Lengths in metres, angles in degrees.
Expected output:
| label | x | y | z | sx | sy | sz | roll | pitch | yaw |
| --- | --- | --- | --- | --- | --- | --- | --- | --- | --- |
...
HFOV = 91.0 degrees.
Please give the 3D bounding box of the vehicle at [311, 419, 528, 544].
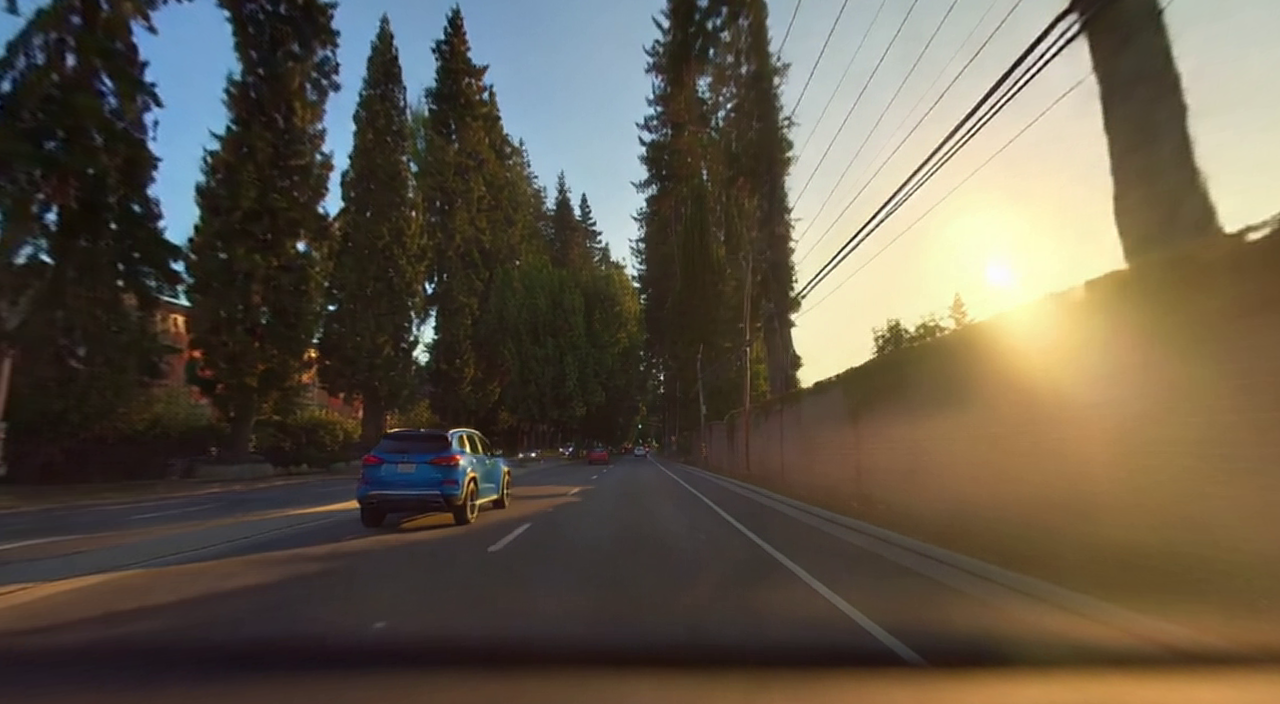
| label | x | y | z | sx | sy | sz | roll | pitch | yaw |
| --- | --- | --- | --- | --- | --- | --- | --- | --- | --- |
| vehicle | -3.513 | 2.156 | 11.181 | 2.147 | 1.730 | 4.555 | 0 | -8 | 1 |
